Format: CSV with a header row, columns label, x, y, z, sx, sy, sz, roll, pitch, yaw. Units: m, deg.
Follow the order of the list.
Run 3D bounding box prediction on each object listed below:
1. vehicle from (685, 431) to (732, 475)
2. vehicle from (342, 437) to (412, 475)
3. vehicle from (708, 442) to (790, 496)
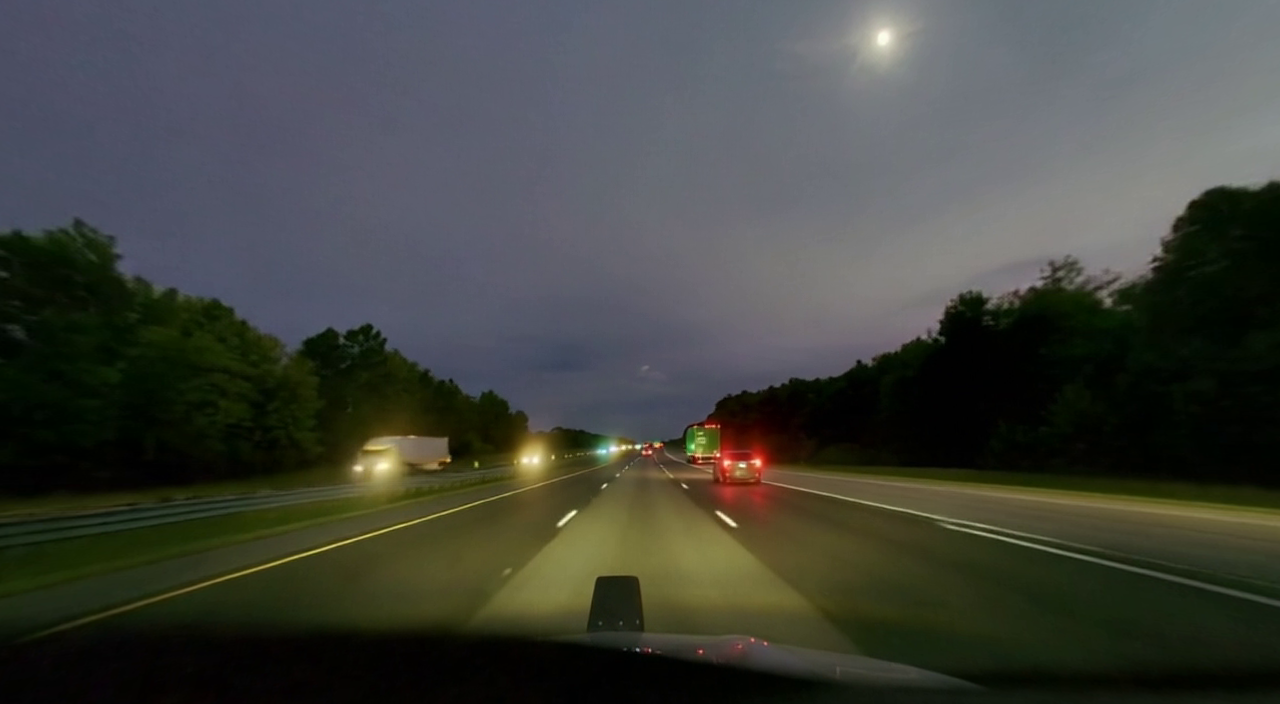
label,x,y,z,sx,sy,sz,roll,pitch,yaw
vehicle,4.276,6.453,40.451,2.300,2.564,5.643,0,-9,-1
vehicle,-18.572,7.390,44.951,2.474,2.513,5.438,-1,-9,1
vehicle,3.532,3.879,21.246,2.019,1.601,3.953,0,-9,0
